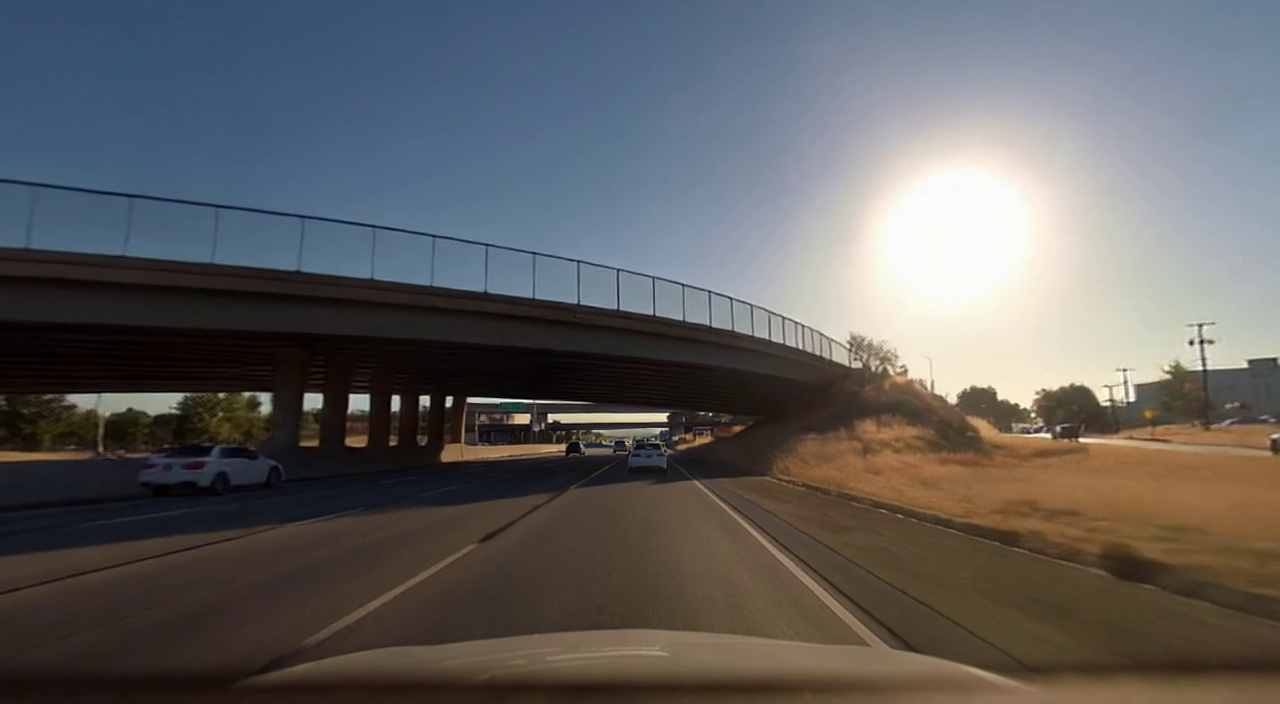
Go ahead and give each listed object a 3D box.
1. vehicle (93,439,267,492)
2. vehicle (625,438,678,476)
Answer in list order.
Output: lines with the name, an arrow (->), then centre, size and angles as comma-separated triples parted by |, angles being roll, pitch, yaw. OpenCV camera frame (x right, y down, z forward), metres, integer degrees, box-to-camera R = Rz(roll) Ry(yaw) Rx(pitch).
vehicle -> -14.764, 3.642, 20.694 | 1.960, 1.505, 4.854 | 0, -8, 2
vehicle -> 0.467, 4.512, 27.396 | 2.145, 1.493, 4.146 | 0, -8, 0
